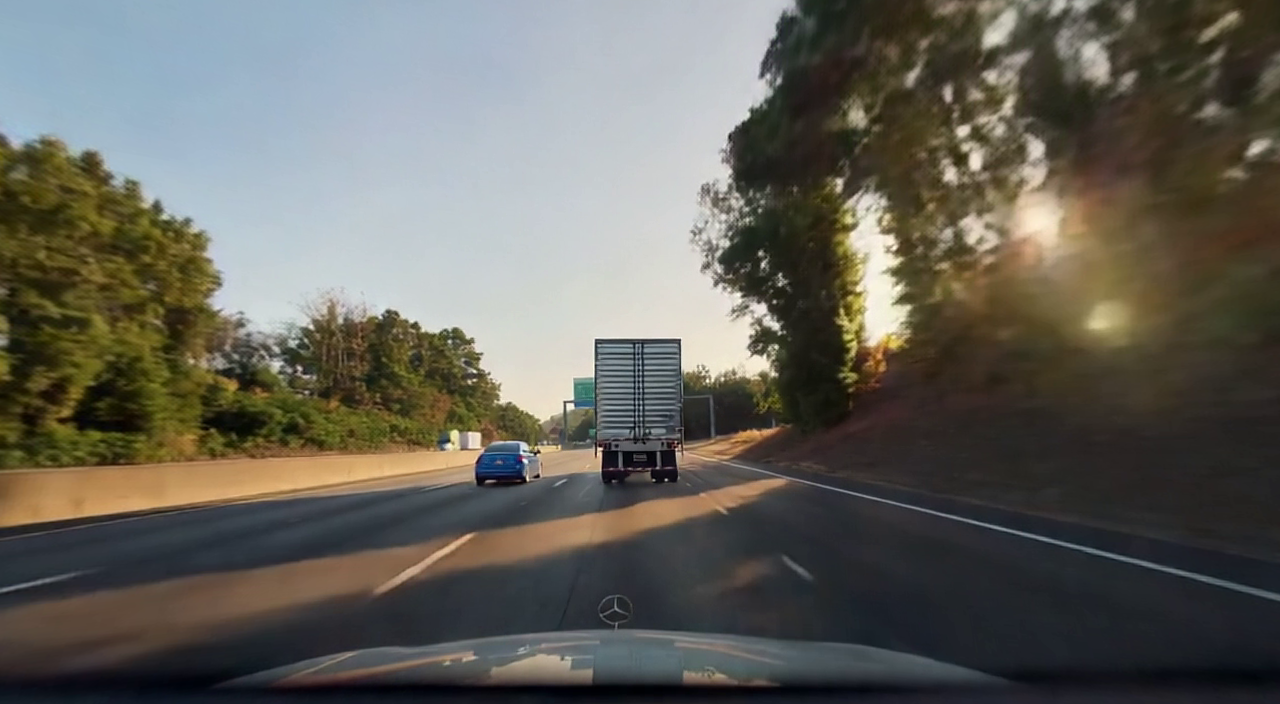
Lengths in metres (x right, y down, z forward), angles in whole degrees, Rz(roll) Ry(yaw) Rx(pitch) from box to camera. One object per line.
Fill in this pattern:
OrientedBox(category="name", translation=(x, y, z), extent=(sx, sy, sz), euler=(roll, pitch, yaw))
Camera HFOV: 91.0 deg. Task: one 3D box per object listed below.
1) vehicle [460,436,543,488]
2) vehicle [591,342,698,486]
OrientedBox(category="vehicle", translation=(-4.500, 3.634, 21.180), extent=(1.854, 1.530, 4.268), euler=(0, -8, 0))
OrientedBox(category="vehicle", translation=(0.002, 2.527, 23.607), extent=(3.073, 4.196, 10.546), euler=(0, -8, -1))
